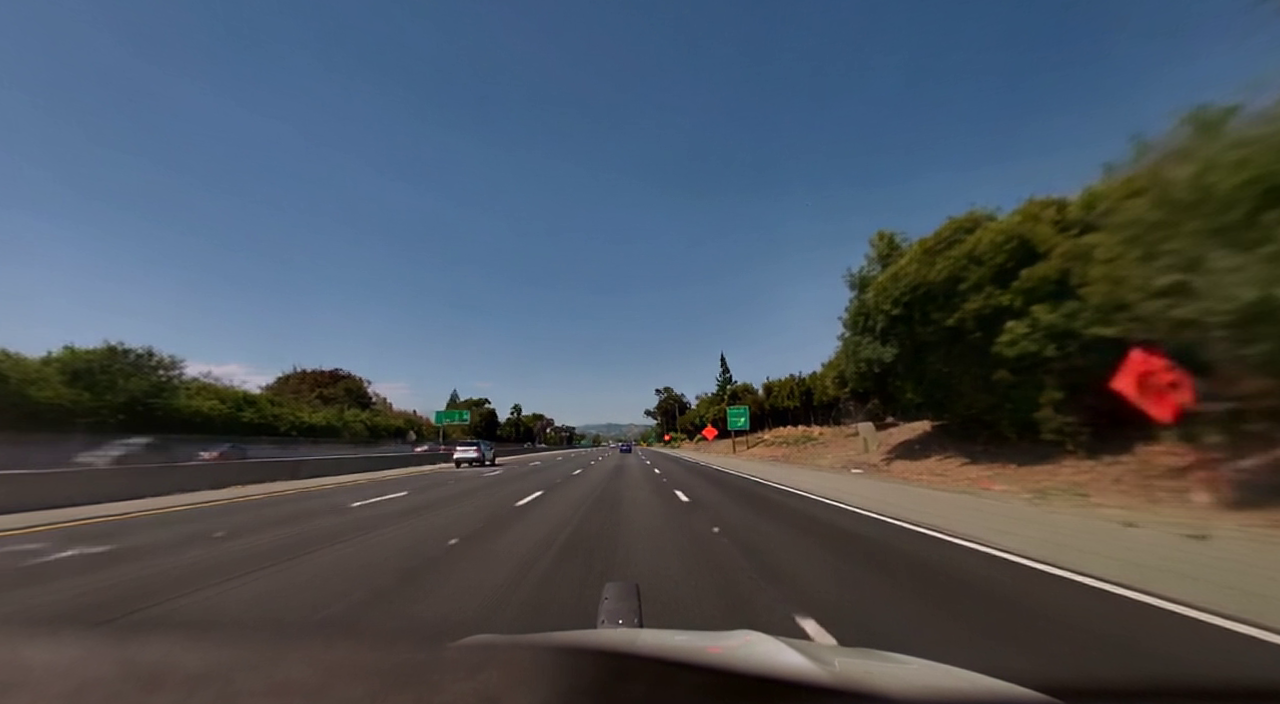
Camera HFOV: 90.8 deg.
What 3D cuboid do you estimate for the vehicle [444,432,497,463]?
[{"bbox_3d":[-11.592,6.581,43.579,2.270,1.936,5.190,0,-8,0],"label":"vehicle"}]

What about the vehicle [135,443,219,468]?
[{"bbox_3d":[-29.685,6.618,40.695,2.006,1.502,4.605,0,-8,-1],"label":"vehicle"}]

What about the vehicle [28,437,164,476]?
[{"bbox_3d":[-22.672,4.361,26.562,1.829,1.513,4.359,0,-8,0],"label":"vehicle"}]
